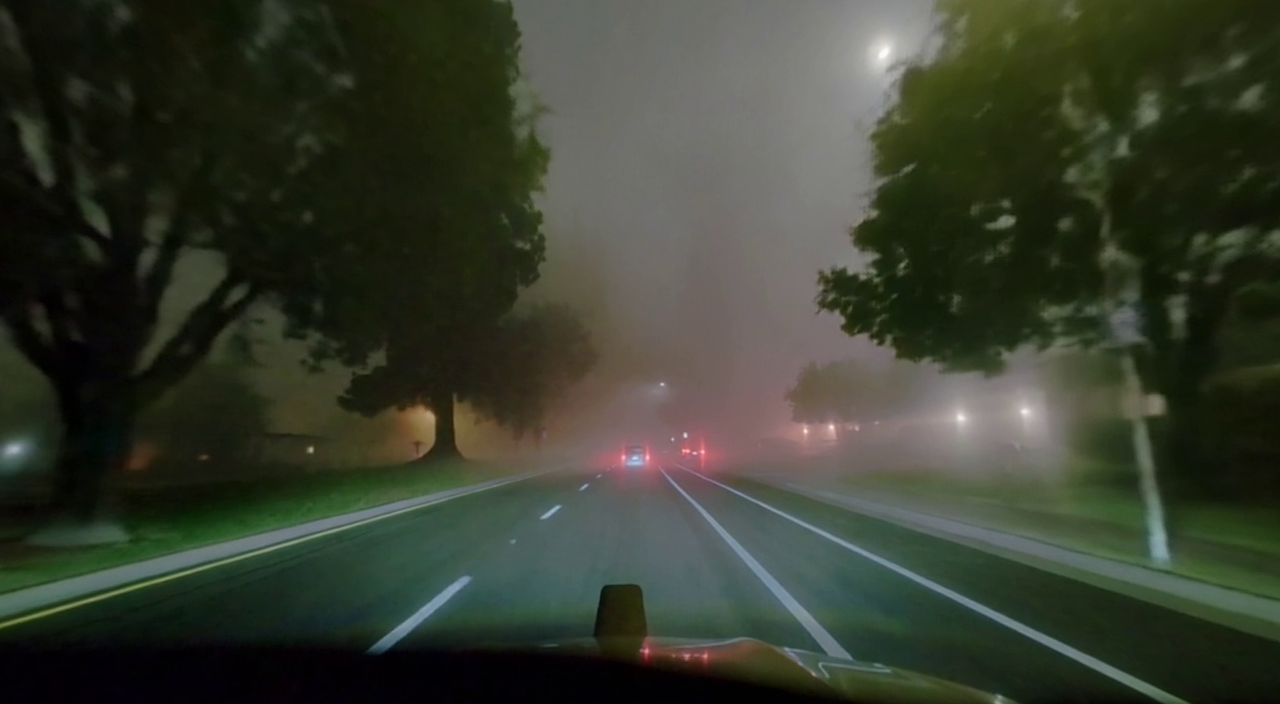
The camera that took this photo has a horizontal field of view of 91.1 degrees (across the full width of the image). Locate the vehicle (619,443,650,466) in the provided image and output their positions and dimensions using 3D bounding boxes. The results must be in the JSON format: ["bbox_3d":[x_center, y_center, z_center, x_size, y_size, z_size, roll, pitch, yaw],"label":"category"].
[{"bbox_3d":[-0.369,7.096,43.668,2.054,1.456,4.003,0,-8,-1],"label":"vehicle"}]

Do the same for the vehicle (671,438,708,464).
[{"bbox_3d":[3.764,7.612,48.438,2.203,1.828,5.336,0,-8,-2],"label":"vehicle"}]

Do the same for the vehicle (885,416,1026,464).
[{"bbox_3d":[13.099,3.707,26.321,4.739,1.918,2.071,-1,-8,3],"label":"vehicle"}]
